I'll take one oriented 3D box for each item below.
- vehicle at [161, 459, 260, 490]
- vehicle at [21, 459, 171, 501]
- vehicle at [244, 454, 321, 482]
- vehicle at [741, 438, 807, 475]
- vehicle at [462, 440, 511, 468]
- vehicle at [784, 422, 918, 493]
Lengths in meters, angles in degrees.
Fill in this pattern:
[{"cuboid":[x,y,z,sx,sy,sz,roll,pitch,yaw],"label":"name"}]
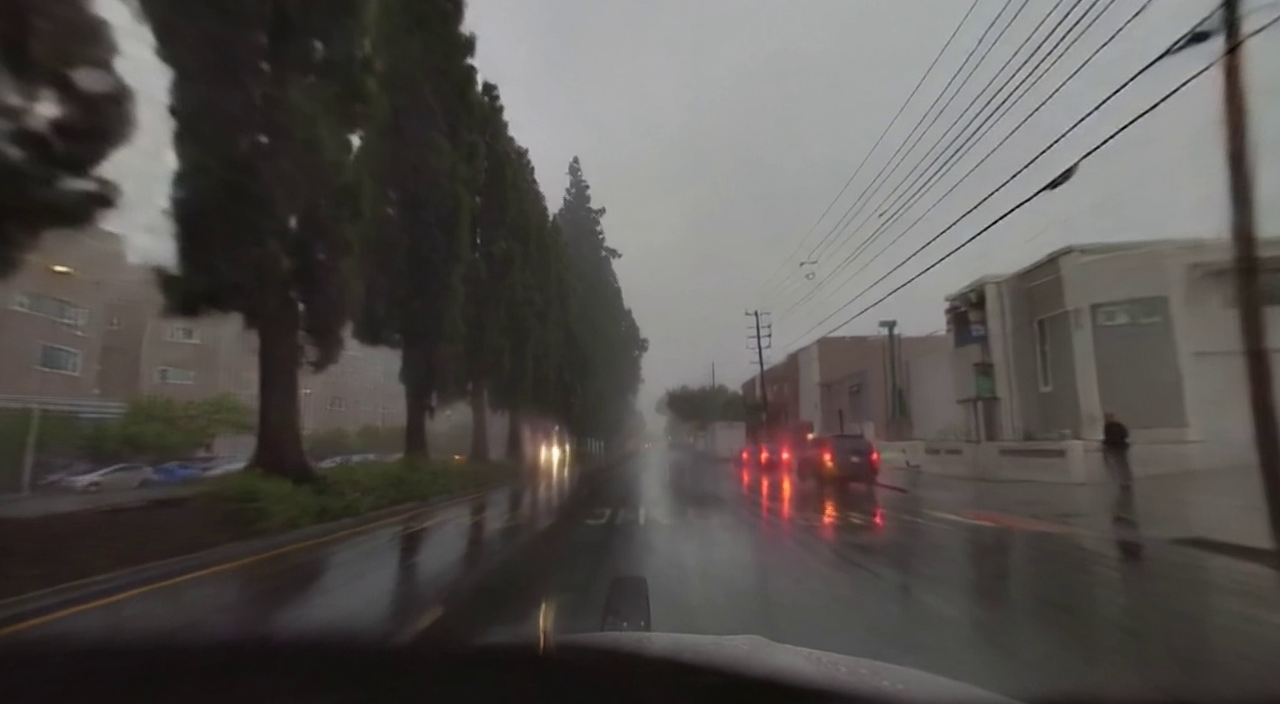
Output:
[{"cuboid":[-22.186,6.322,32.788,1.907,1.404,4.413,-1,-9,2],"label":"vehicle"},{"cuboid":[-22.330,5.227,26.206,1.877,1.473,4.892,-1,-9,1],"label":"vehicle"},{"cuboid":[-22.126,7.175,39.265,1.778,1.533,4.967,-1,-9,2],"label":"vehicle"},{"cuboid":[7.123,5.634,34.174,2.258,1.845,5.381,0,-9,-1],"label":"vehicle"},{"cuboid":[-11.704,7.833,48.529,2.418,1.978,5.196,-1,-9,1],"label":"vehicle"},{"cuboid":[6.951,3.602,21.808,2.563,2.090,6.077,0,-9,1],"label":"vehicle"}]
